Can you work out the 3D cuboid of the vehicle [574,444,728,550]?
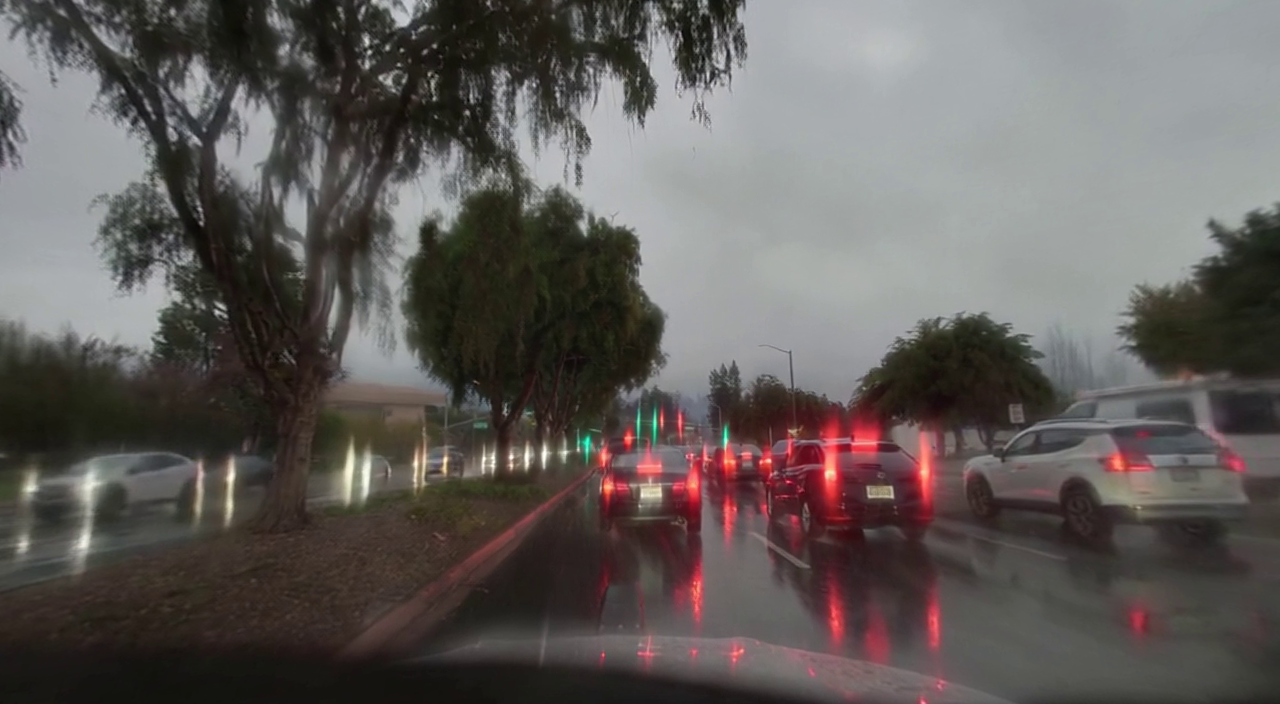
[{"bbox_3d":[0.087,2.178,10.219,1.990,1.347,4.067,0,-9,-2],"label":"vehicle"}]

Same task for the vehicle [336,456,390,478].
[{"bbox_3d":[-18.580,7.705,42.558,1.798,1.333,3.944,0,-9,0],"label":"vehicle"}]

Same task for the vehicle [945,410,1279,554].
[{"bbox_3d":[6.914,1.906,9.916,1.987,1.730,4.373,0,-9,-1],"label":"vehicle"}]

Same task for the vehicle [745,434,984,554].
[{"bbox_3d":[3.180,2.115,10.284,1.970,1.445,4.974,0,-9,-1],"label":"vehicle"}]

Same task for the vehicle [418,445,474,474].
[{"bbox_3d":[-11.824,6.562,38.758,1.980,1.675,4.581,0,-9,0],"label":"vehicle"}]

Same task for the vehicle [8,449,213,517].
[{"bbox_3d":[-15.523,3.811,18.981,2.080,1.738,4.686,0,-9,-1],"label":"vehicle"}]

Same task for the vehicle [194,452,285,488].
[{"bbox_3d":[-22.347,6.559,35.493,2.034,1.798,4.734,0,-9,-1],"label":"vehicle"}]
